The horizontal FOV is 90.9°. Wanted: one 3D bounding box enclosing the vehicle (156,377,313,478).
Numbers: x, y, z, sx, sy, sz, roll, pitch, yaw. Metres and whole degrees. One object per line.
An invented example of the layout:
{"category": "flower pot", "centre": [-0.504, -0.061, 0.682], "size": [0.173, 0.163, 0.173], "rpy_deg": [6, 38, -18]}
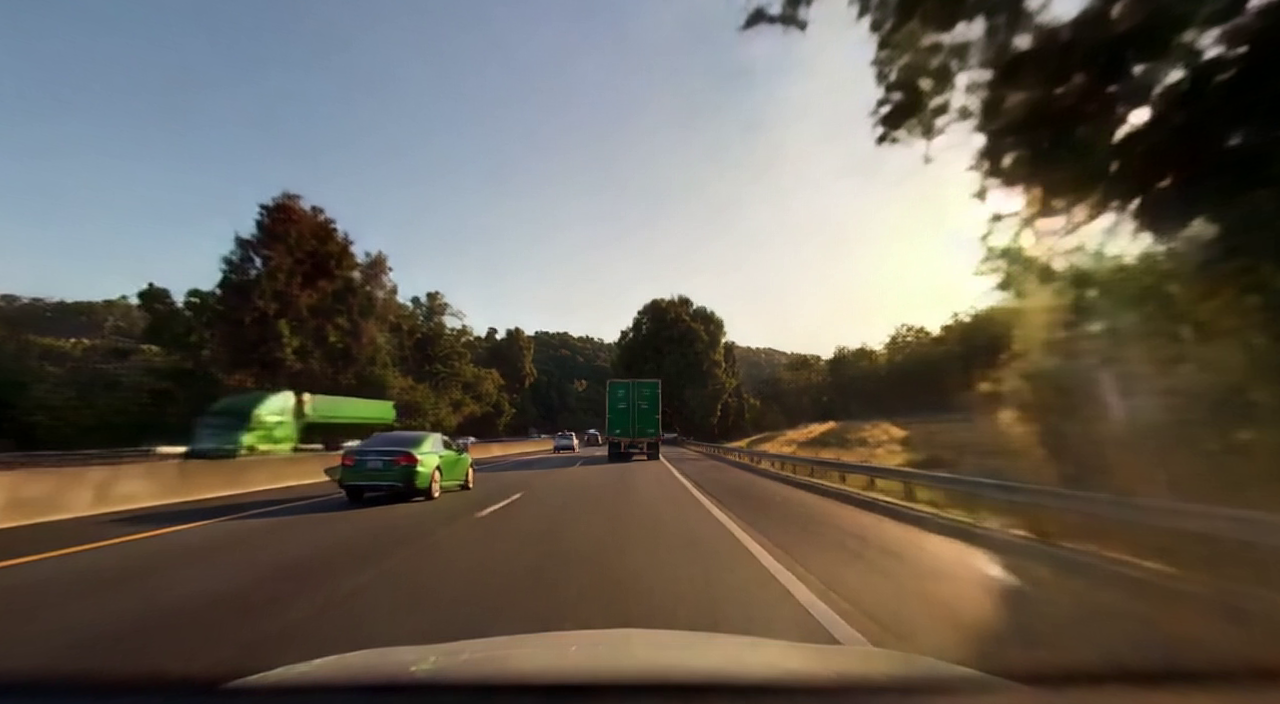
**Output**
{"category": "vehicle", "centre": [-17.722, 3.405, 28.136], "size": [2.993, 4.004, 5.828], "rpy_deg": [0, -8, 0]}

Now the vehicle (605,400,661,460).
{"category": "vehicle", "centre": [-0.289, 3.320, 26.834], "size": [2.319, 2.461, 1.270], "rpy_deg": [0, -8, 0]}

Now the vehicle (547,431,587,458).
{"category": "vehicle", "centre": [-4.944, 6.307, 43.146], "size": [2.138, 1.697, 4.587], "rpy_deg": [0, -8, 1]}

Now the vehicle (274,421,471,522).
{"category": "vehicle", "centre": [-4.598, 2.082, 11.576], "size": [1.909, 1.520, 3.897], "rpy_deg": [0, -8, 0]}
